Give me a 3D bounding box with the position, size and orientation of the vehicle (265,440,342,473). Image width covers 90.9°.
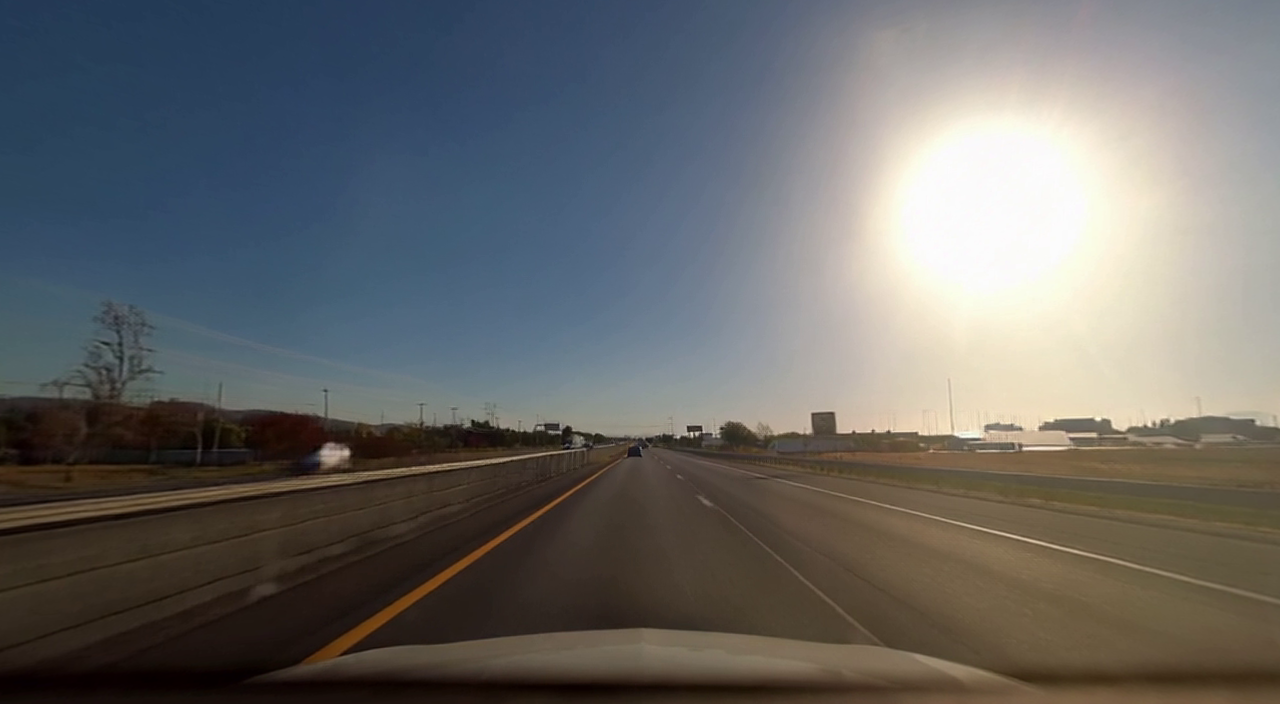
[{"bbox_3d":[-20.930,6.498,39.502,2.072,1.890,4.930,0,-8,1],"label":"vehicle"}]
